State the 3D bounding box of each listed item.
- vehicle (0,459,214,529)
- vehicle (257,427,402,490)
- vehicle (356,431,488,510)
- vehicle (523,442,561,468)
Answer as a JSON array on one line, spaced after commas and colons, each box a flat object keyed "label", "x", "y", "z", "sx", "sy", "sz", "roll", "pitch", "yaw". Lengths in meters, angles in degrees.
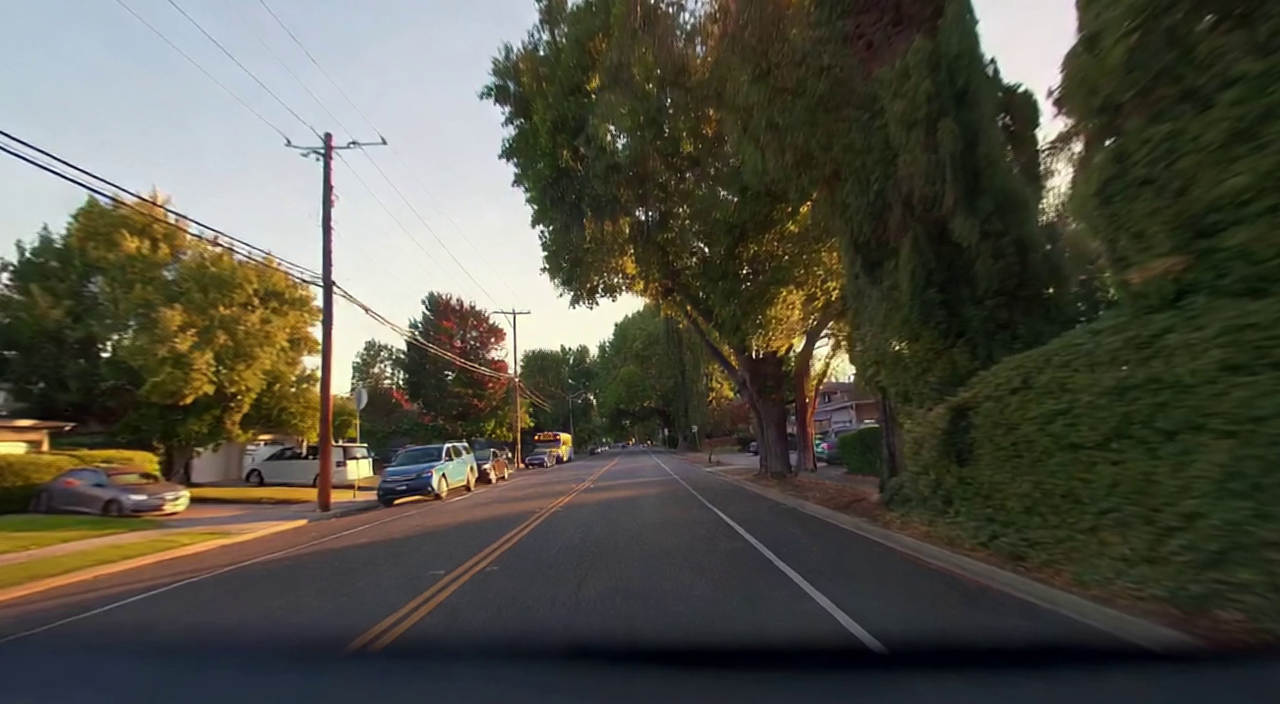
[{"label": "vehicle", "x": -12.736, "y": 3.279, "z": 14.910, "sx": 4.267, "sy": 1.459, "sz": 1.801, "roll": -2, "pitch": -9, "yaw": 9}, {"label": "vehicle", "x": -14.457, "y": 4.982, "z": 29.559, "sx": 5.883, "sy": 2.467, "sz": 2.214, "roll": -5, "pitch": -9, "yaw": 9}, {"label": "vehicle", "x": -6.617, "y": 3.642, "z": 19.968, "sx": 2.284, "sy": 1.939, "sz": 5.502, "roll": -5, "pitch": -9, "yaw": -2}, {"label": "vehicle", "x": -6.796, "y": 7.163, "z": 44.031, "sx": 2.023, "sy": 1.721, "sz": 4.418, "roll": 0, "pitch": -8, "yaw": -1}]
